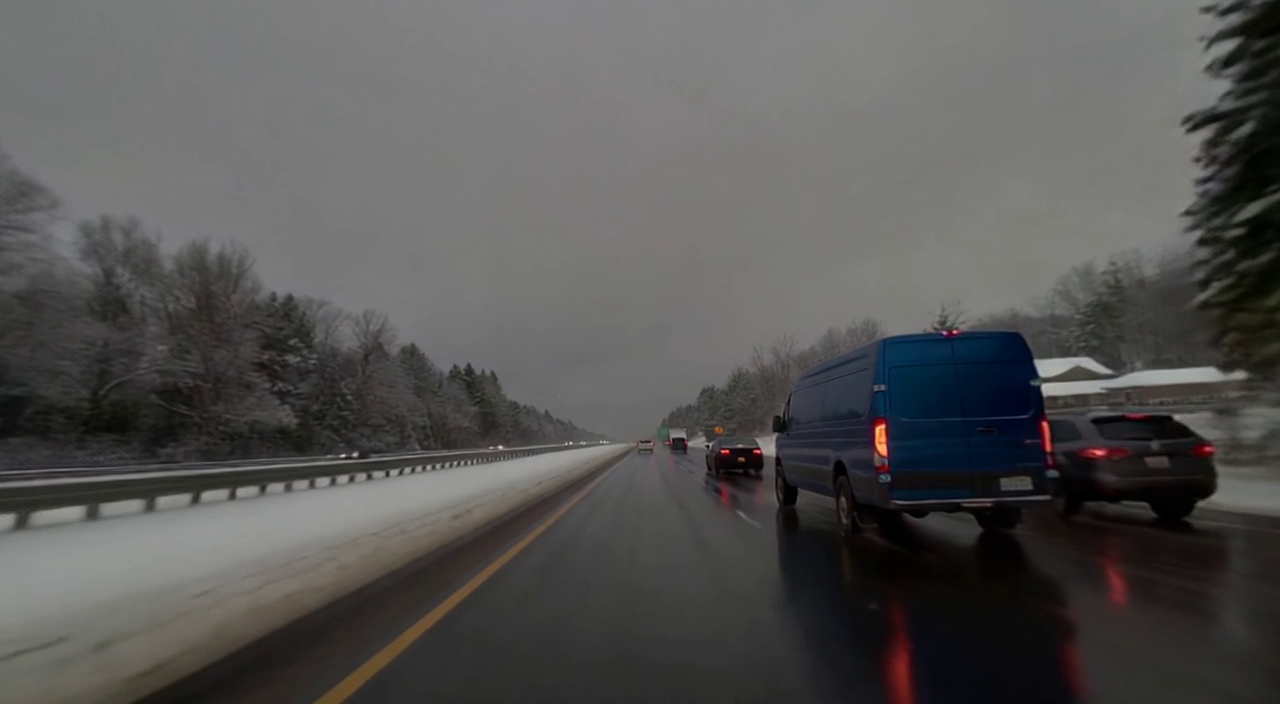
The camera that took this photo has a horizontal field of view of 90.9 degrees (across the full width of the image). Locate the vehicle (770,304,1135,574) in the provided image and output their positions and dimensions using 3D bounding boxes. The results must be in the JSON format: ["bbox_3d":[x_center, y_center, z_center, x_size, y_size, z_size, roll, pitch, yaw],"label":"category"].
[{"bbox_3d":[3.673,1.263,9.238,2.302,2.670,5.912,0,-8,1],"label":"vehicle"}]

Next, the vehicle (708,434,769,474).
[{"bbox_3d":[4.389,4.643,28.846,2.034,1.651,4.342,0,-8,-1],"label":"vehicle"}]

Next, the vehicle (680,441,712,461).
[{"bbox_3d":[4.265,7.588,48.357,2.050,1.448,4.123,0,-8,-1],"label":"vehicle"}]
